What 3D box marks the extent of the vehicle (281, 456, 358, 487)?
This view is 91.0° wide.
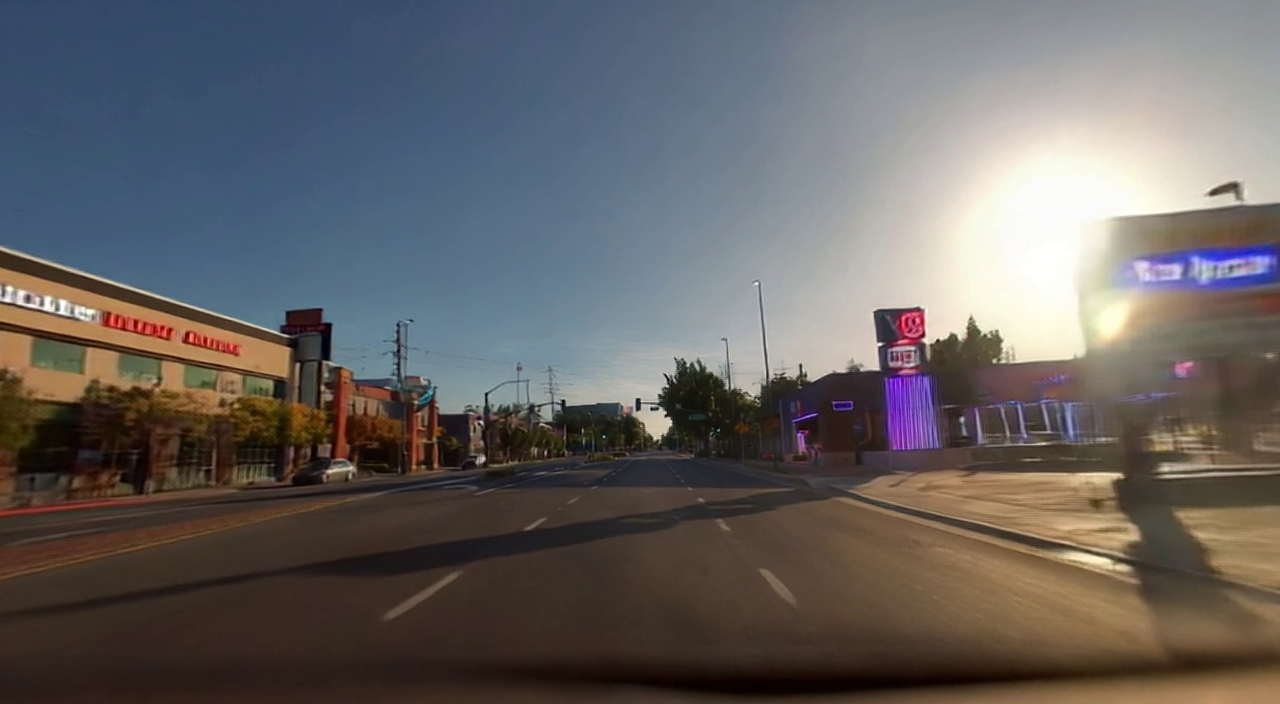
[{"bbox_3d":[-17.879,6.662,35.415,1.938,1.465,4.744,-2,-8,-1],"label":"vehicle"}]
